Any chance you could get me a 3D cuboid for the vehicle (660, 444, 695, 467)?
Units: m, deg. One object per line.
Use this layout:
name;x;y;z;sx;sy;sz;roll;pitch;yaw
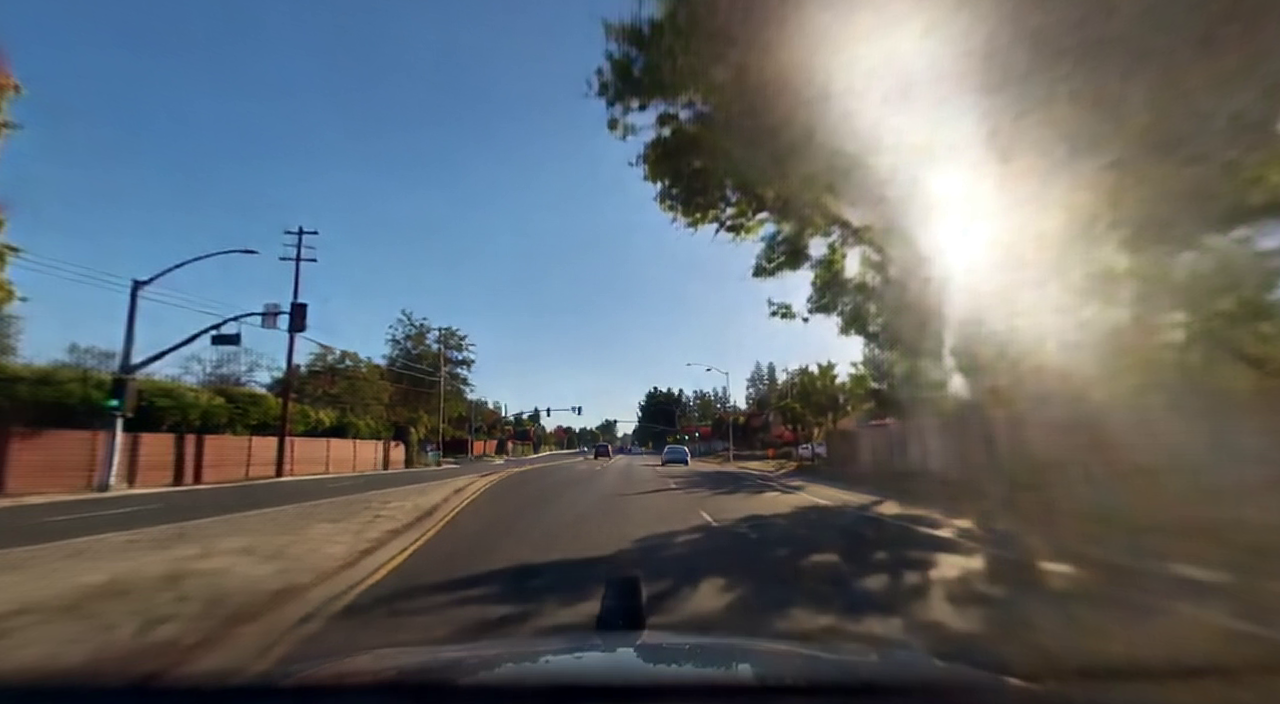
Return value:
vehicle;2.515;7.039;43.074;2.105;1.490;4.008;0;-9;-1
